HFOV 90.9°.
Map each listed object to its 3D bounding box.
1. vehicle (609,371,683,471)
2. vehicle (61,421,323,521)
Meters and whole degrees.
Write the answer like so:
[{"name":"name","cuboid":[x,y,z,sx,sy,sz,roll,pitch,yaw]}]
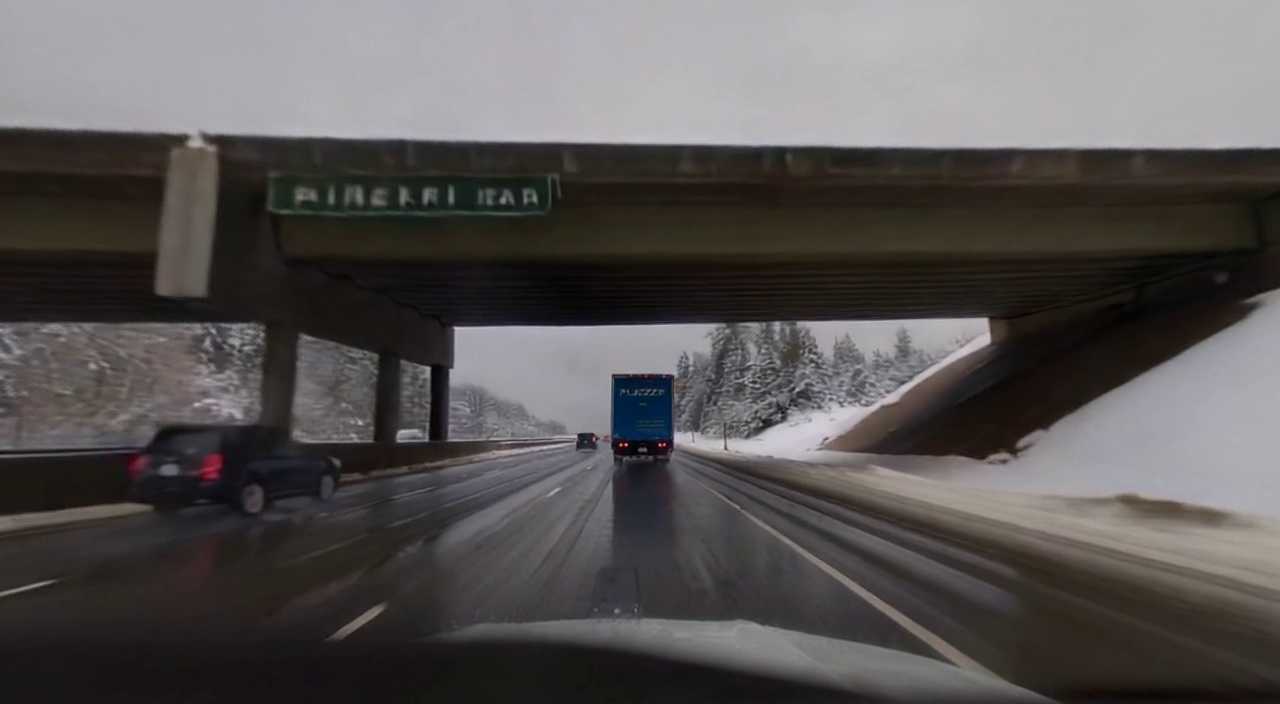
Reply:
[{"name":"vehicle","cuboid":[0.126,3.520,30.840,2.926,3.959,11.818,0,-8,-1]},{"name":"vehicle","cuboid":[-8.085,2.152,11.975,2.041,1.566,3.986,0,-8,0]}]
